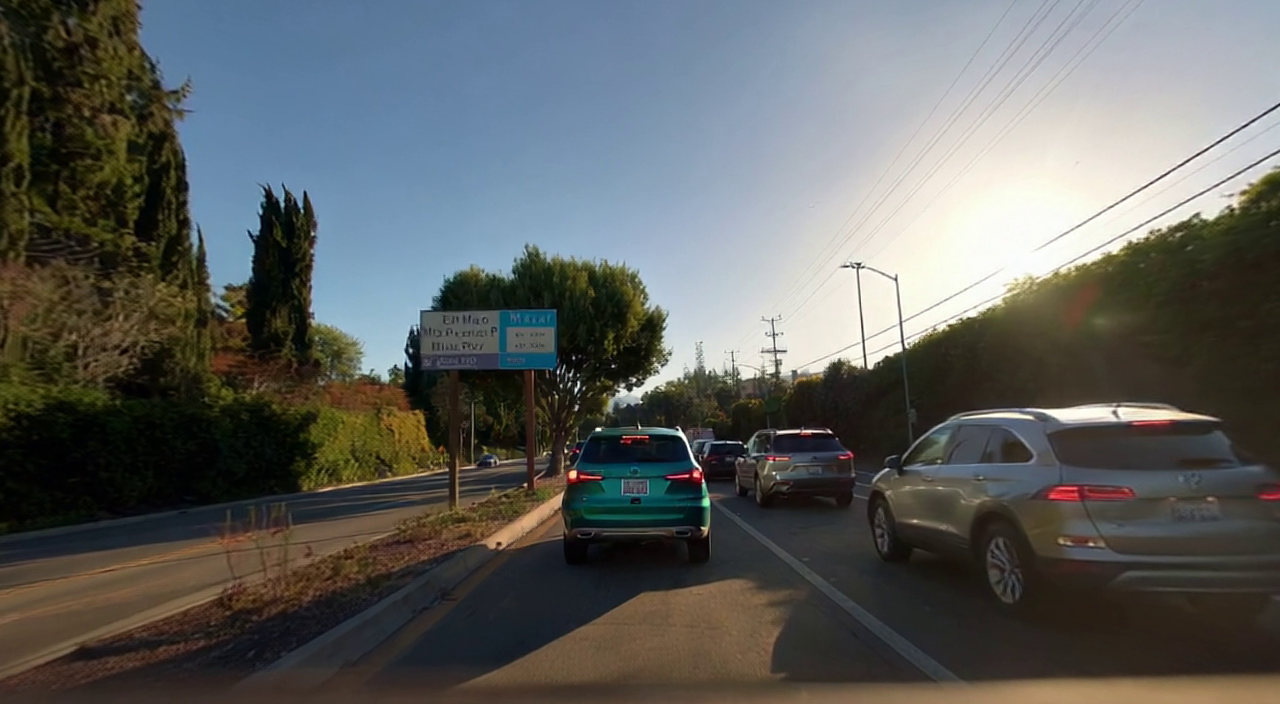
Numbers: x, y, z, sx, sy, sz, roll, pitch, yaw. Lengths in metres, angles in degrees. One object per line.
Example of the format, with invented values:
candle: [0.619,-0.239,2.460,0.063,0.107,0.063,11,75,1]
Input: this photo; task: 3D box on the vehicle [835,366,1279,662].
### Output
vehicle: [3.509,1.238,5.840,2.001,1.707,4.250,0,-8,-1]

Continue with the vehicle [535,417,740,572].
vehicle: [-0.069,1.846,8.987,2.199,1.641,4.232,0,-8,-1]

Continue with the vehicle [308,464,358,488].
vehicle: [-22.895,9.251,47.246,1.847,1.554,3.926,0,-8,-1]

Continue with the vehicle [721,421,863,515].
vehicle: [3.285,2.622,14.773,2.097,1.818,4.625,0,-8,-1]
